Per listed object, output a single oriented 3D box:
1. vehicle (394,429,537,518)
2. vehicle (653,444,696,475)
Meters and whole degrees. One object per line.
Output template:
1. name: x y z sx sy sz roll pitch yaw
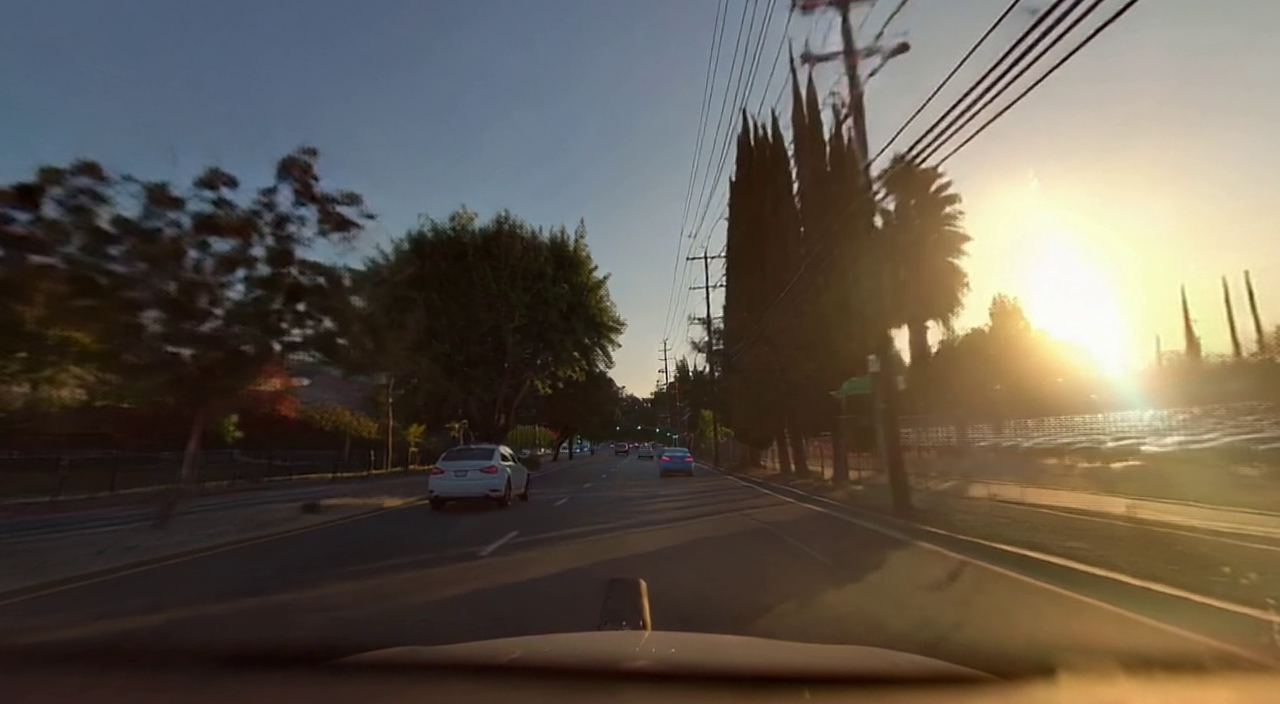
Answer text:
1. vehicle: -3.754 2.681 14.426 1.950 1.692 4.397 0 -8 1
2. vehicle: 1.709 5.517 32.524 2.059 1.486 3.980 0 -8 1
